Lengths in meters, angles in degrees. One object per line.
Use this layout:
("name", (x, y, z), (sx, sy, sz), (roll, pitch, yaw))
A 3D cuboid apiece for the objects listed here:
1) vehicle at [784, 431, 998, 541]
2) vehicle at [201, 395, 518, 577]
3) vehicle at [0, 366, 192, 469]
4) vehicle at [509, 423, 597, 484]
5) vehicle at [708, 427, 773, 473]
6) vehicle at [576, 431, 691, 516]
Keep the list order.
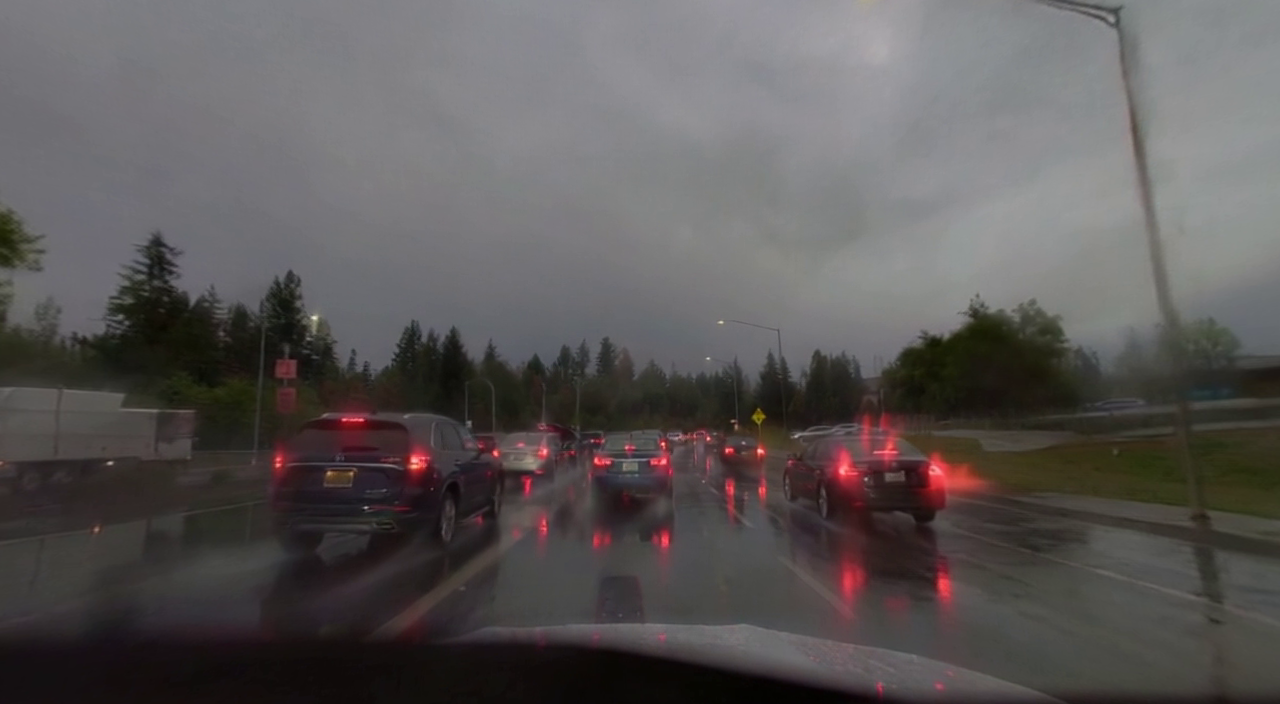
("vehicle", (3.863, 2.116, 10.654), (1.884, 1.463, 4.195), (0, -8, 0))
("vehicle", (-3.209, 1.672, 8.790), (2.111, 1.745, 5.274), (0, -8, -2))
("vehicle", (-27.756, 3.108, 28.855), (3.181, 4.189, 14.107), (-1, -8, 5))
("vehicle", (-2.827, 3.443, 21.673), (2.218, 1.829, 4.492), (0, -8, 2))
("vehicle", (4.303, 4.283, 27.759), (2.099, 1.845, 4.363), (0, -8, 0))
("vehicle", (-0.100, 2.468, 13.361), (2.030, 1.477, 4.330), (0, -8, 1))
